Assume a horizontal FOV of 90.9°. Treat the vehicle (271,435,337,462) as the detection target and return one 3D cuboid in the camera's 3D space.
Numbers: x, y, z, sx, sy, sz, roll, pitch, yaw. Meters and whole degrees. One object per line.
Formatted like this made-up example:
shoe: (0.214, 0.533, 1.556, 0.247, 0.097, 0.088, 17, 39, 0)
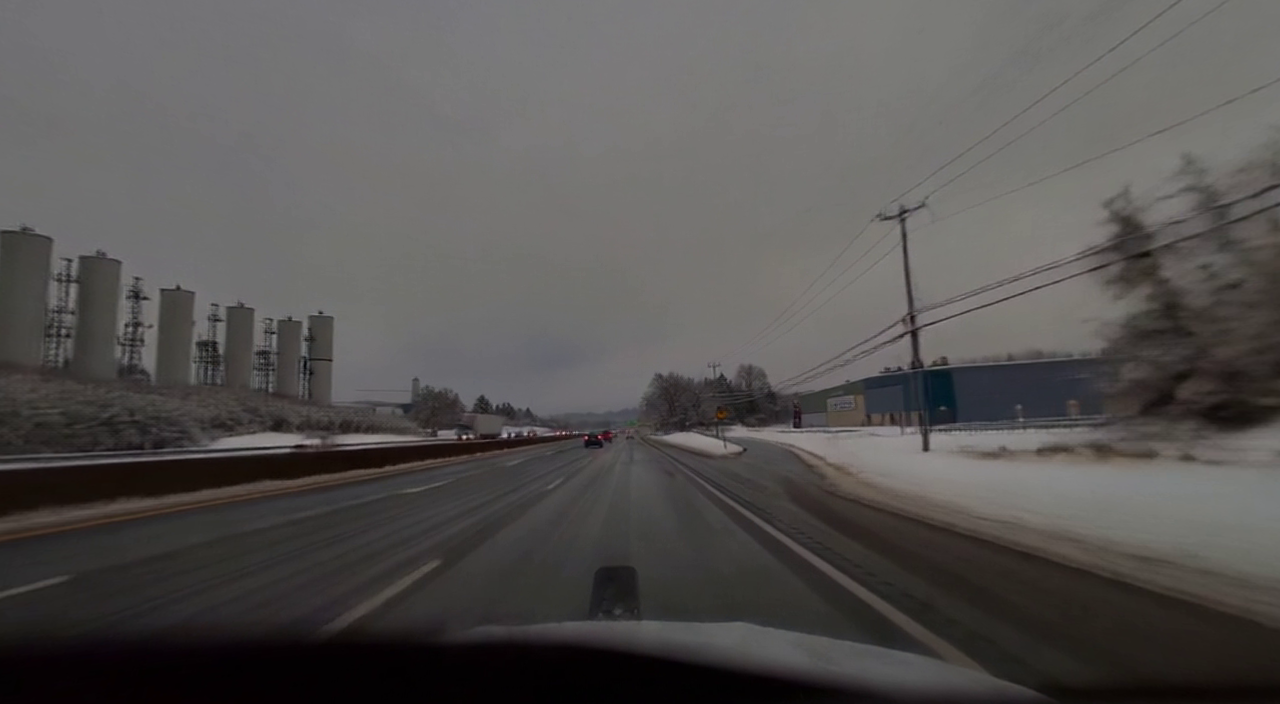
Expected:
vehicle: (-19.444, 5.574, 36.652, 1.788, 1.433, 3.806, 0, -8, -1)
